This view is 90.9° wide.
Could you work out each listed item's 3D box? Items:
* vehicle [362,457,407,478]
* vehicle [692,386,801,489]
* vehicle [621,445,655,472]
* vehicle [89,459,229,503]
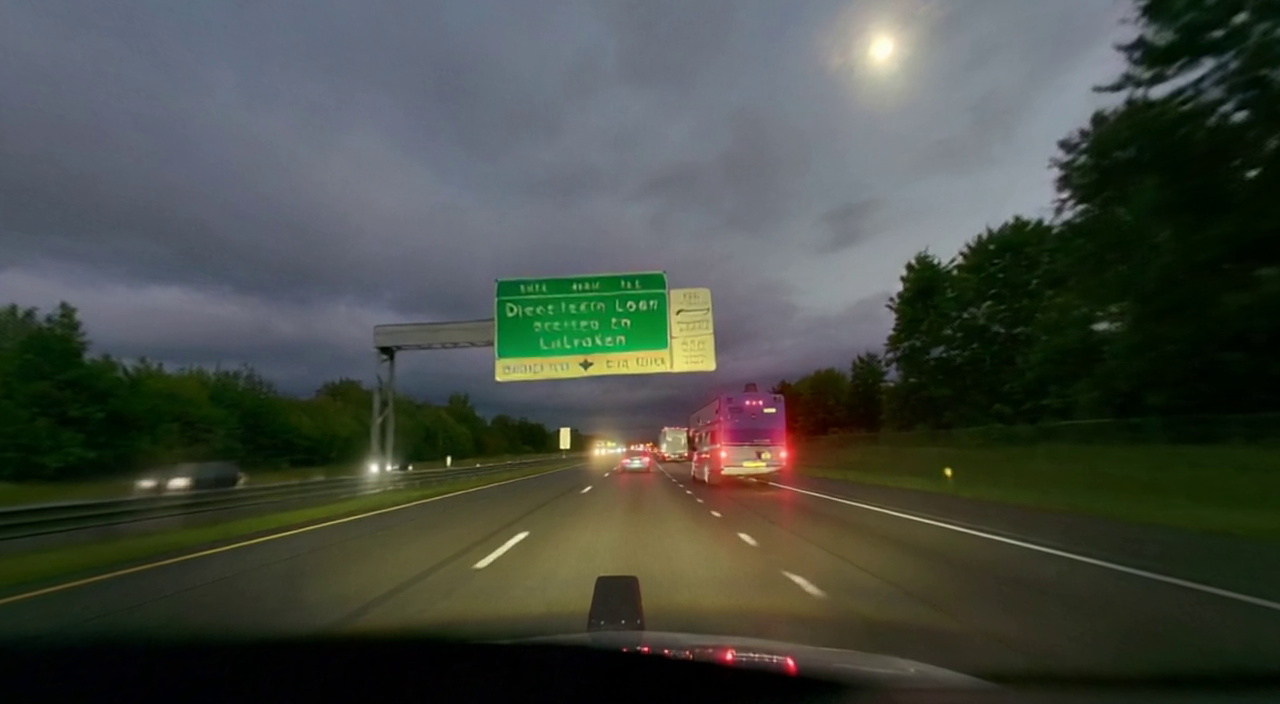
[{"bbox_3d":[-19.221,8.700,47.634,1.732,1.489,3.852,0,-9,1],"label":"vehicle"},{"bbox_3d":[4.012,3.628,26.128,2.931,3.530,8.760,0,-9,0],"label":"vehicle"},{"bbox_3d":[-0.115,7.108,42.119,2.151,1.678,3.923,0,-9,1],"label":"vehicle"},{"bbox_3d":[-19.354,5.191,25.709,1.951,1.532,4.727,0,-9,0],"label":"vehicle"}]
